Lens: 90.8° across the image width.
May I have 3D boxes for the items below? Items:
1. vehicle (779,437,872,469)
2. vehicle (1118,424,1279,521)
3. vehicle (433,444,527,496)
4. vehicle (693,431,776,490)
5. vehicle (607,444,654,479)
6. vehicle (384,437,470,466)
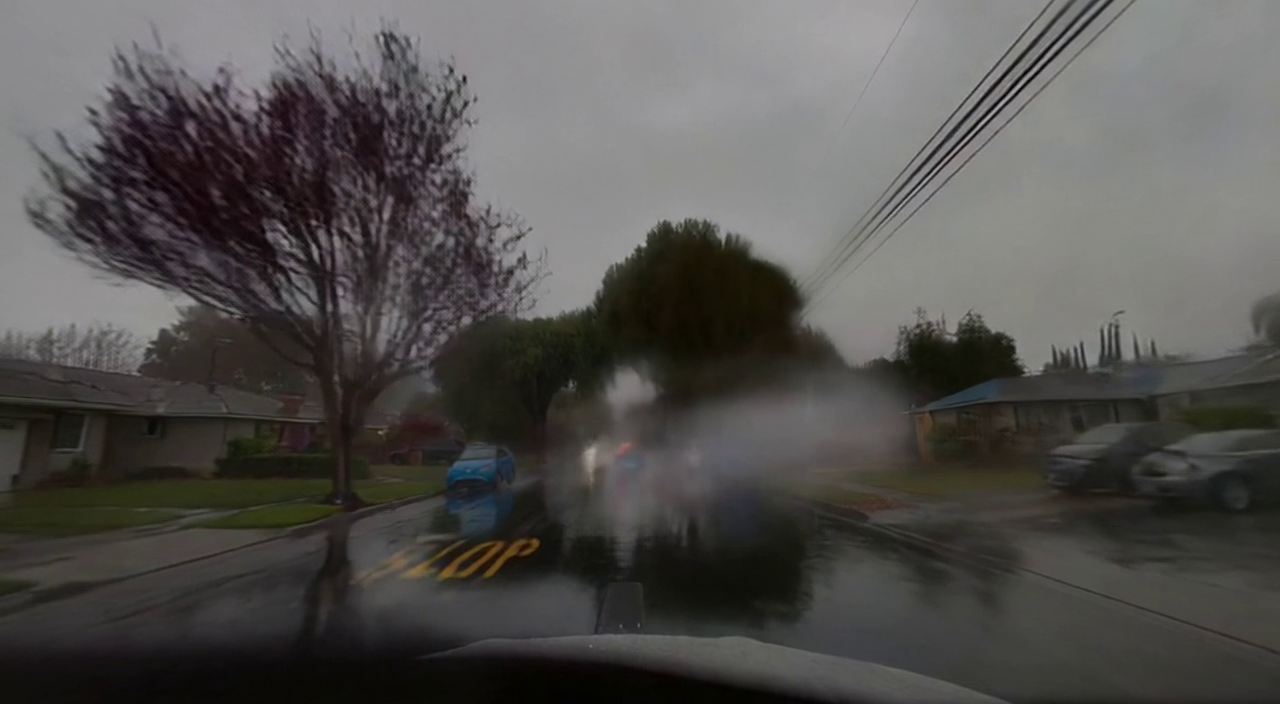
[{"bbox_3d":[10.729,5.853,36.833,4.730,1.504,1.894,-3,-8,0],"label":"vehicle"},{"bbox_3d":[11.505,2.080,11.431,4.157,1.520,1.938,-1,-8,-4],"label":"vehicle"},{"bbox_3d":[-5.465,4.050,22.148,1.984,1.498,4.508,-3,-8,2],"label":"vehicle"},{"bbox_3d":[3.414,4.054,23.982,2.221,1.960,4.927,0,-9,-2],"label":"vehicle"},{"bbox_3d":[-0.433,4.895,28.562,2.000,1.449,4.006,0,-8,-1],"label":"vehicle"},{"bbox_3d":[-13.609,6.401,40.634,4.836,1.831,1.982,0,-9,-2],"label":"vehicle"}]
